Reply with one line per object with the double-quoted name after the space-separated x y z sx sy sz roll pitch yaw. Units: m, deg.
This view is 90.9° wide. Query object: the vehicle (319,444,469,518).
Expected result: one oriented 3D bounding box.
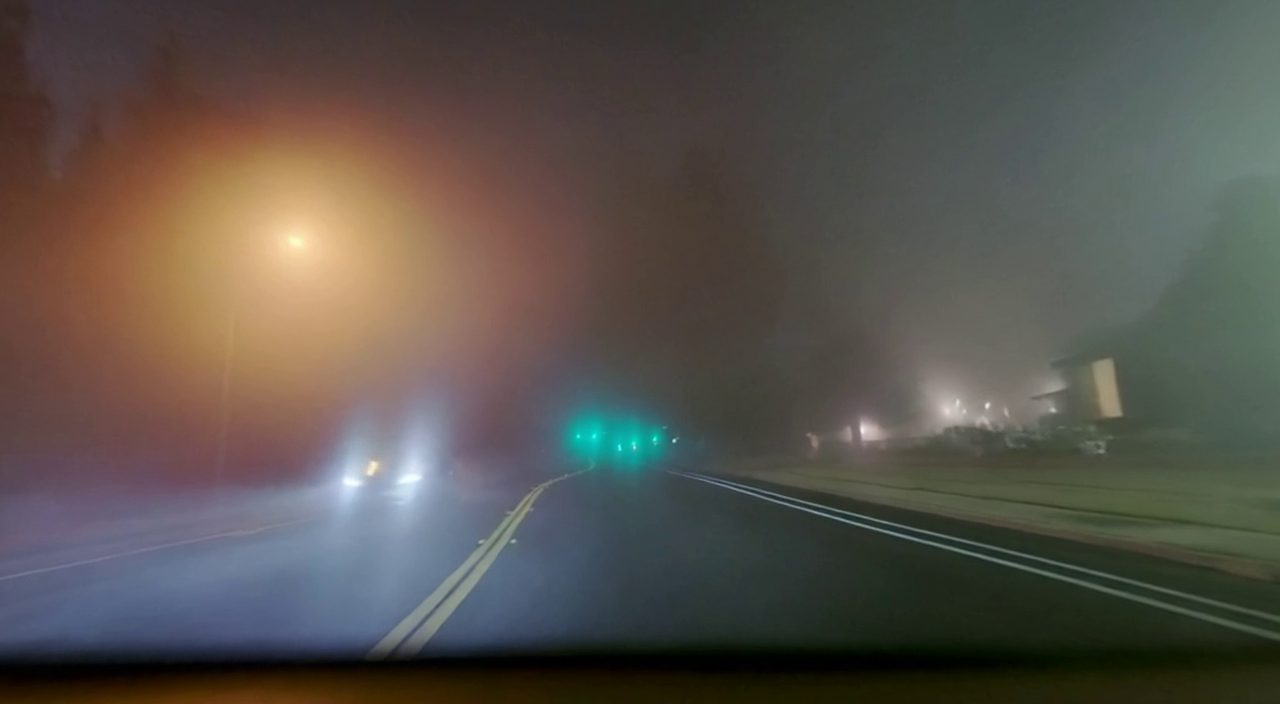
-6.023 3.171 16.083 1.951 1.612 4.269 -1 -9 2 "vehicle"
